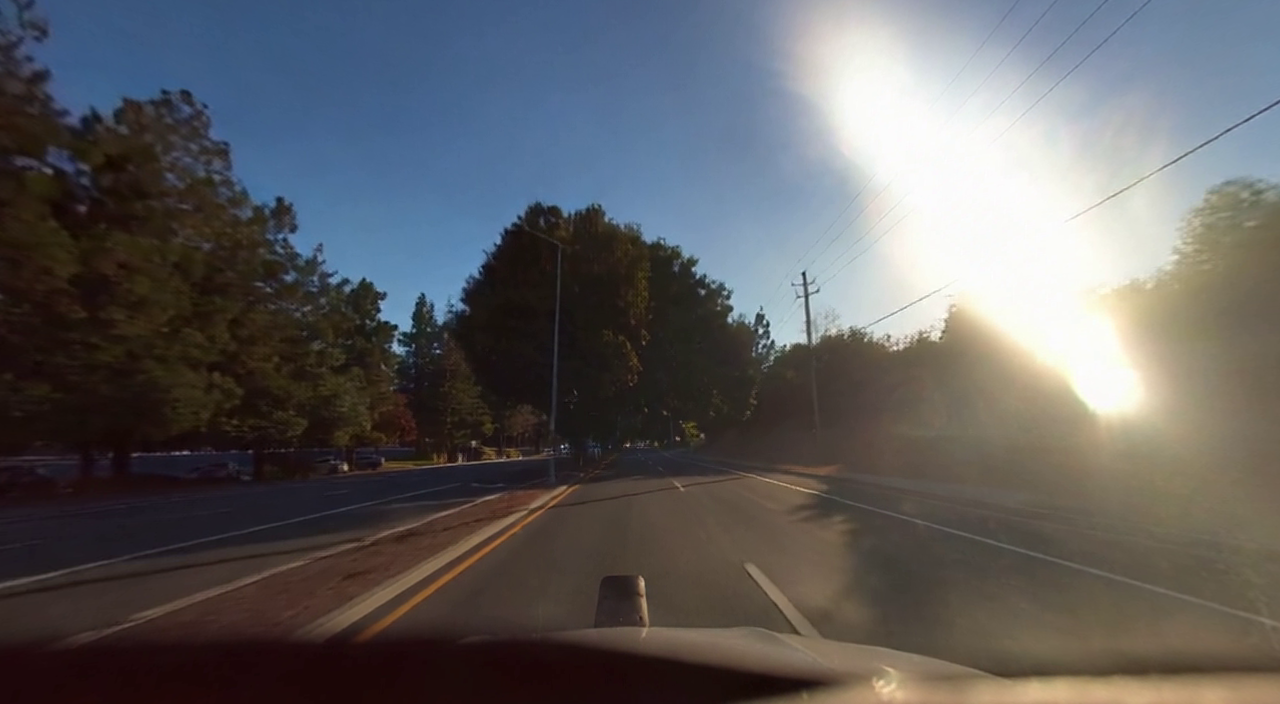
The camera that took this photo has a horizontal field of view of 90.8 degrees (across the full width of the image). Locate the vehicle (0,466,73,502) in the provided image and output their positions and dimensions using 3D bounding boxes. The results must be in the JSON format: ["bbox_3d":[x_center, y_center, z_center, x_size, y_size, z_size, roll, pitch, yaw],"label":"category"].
[{"bbox_3d":[-27.643,5.723,27.462,3.956,1.414,2.109,-1,-8,0],"label":"vehicle"}]

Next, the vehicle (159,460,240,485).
[{"bbox_3d":[-27.502,7.501,39.517,3.706,1.426,1.668,0,-9,-2],"label":"vehicle"}]
